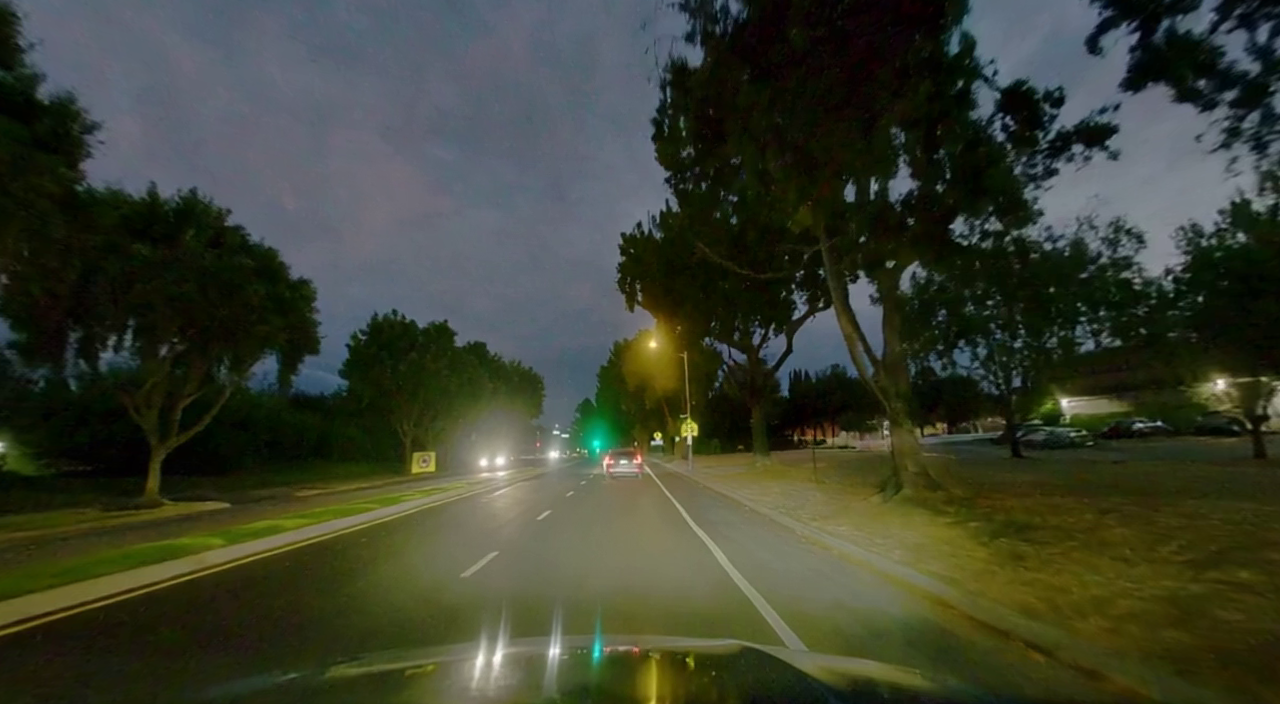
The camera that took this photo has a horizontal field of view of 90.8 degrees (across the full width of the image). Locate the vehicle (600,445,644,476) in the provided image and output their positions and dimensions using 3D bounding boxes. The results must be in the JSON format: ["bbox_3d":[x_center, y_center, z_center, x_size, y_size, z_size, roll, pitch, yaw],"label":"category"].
[{"bbox_3d":[-0.900,5.539,32.511,2.111,1.466,4.223,0,-9,-1],"label":"vehicle"}]
